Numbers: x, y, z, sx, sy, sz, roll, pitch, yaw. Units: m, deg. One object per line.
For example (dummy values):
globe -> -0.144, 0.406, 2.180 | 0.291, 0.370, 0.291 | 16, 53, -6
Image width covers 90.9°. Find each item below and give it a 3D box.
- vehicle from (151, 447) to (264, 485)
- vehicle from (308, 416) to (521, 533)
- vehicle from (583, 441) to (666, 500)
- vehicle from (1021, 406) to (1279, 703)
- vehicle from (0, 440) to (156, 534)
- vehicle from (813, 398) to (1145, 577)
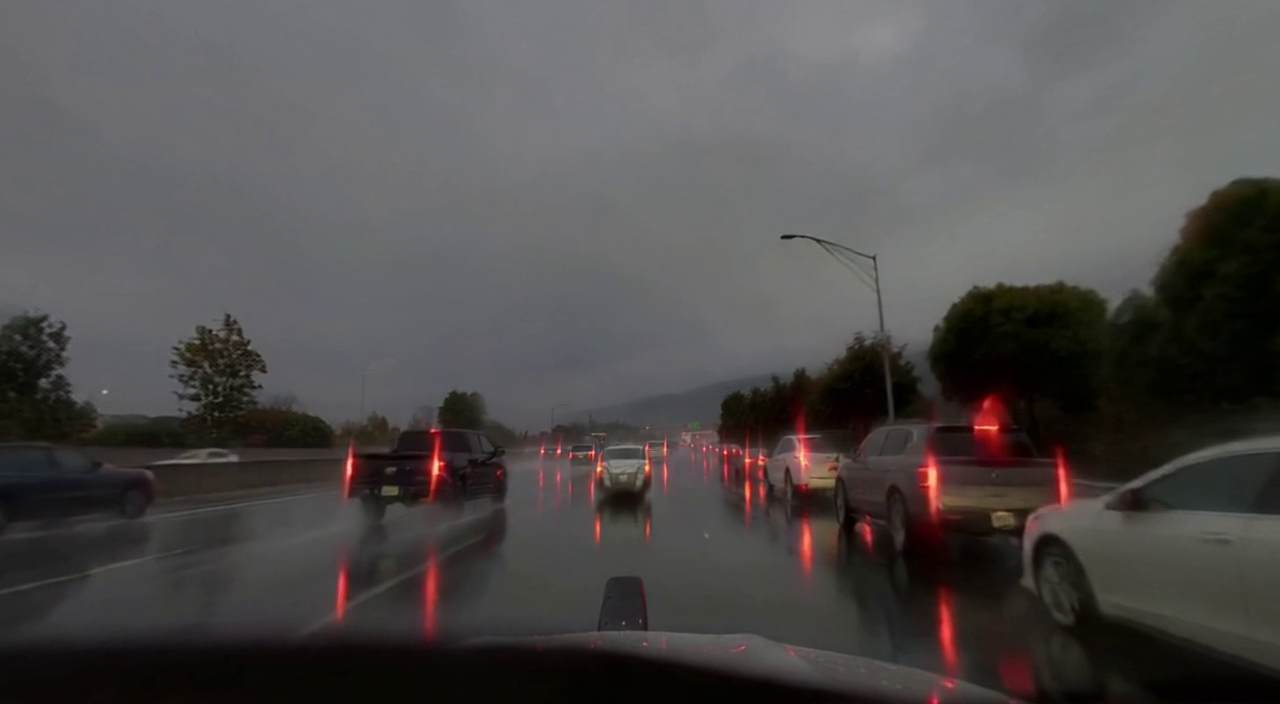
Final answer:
vehicle -> -18.696, 4.909, 27.531 | 1.813, 1.478, 4.228 | 0, -8, 3
vehicle -> -4.040, 2.316, 12.651 | 2.110, 1.811, 5.585 | 0, -8, 1
vehicle -> -0.353, 3.243, 17.736 | 2.070, 1.456, 4.029 | 0, -8, 1
vehicle -> 3.762, 0.923, 2.364 | 1.940, 1.475, 4.328 | 0, -8, 0
vehicle -> -11.285, 2.301, 10.986 | 1.907, 1.508, 4.608 | 0, -8, 2
vehicle -> 4.030, 1.698, 8.693 | 2.003, 1.778, 4.658 | 0, -8, 1
